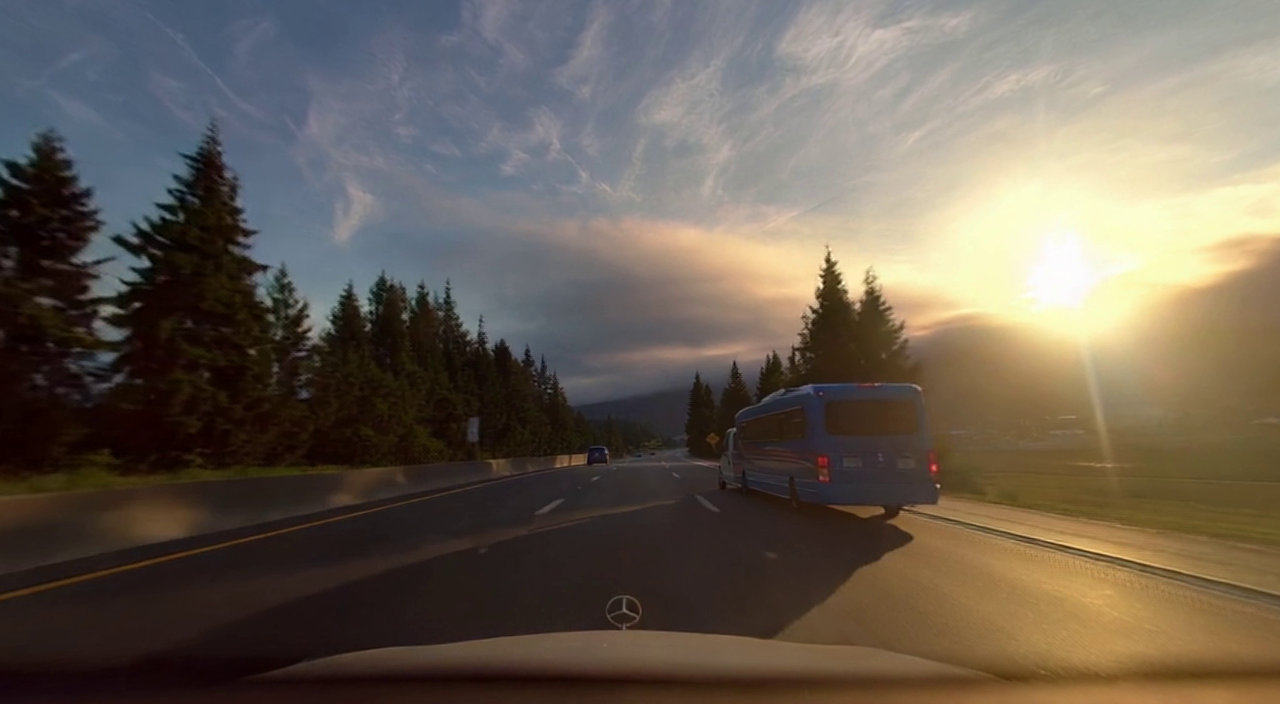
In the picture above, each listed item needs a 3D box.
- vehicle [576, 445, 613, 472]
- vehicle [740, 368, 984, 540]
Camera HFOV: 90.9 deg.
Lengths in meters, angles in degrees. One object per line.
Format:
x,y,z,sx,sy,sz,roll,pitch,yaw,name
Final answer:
-2.934,7.052,41.878,2.020,1.619,4.690,0,-9,1,vehicle
3.961,2.074,13.087,2.614,2.655,6.429,0,-9,-1,vehicle
